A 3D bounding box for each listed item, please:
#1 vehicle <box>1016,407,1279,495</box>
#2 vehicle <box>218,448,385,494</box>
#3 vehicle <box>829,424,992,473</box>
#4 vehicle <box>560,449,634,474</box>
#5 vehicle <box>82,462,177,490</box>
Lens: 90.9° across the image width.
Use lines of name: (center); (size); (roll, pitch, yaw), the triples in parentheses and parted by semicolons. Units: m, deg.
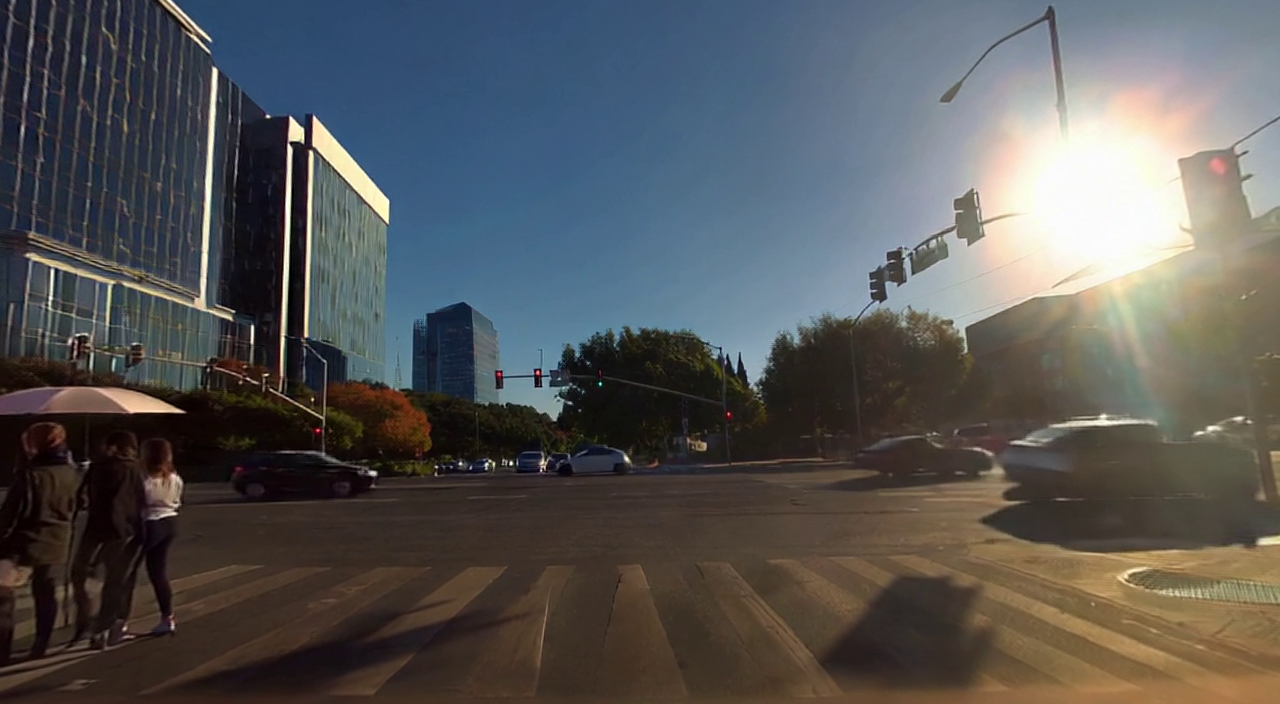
vehicle: (10.226, 1.887, 12.018); (4.808, 1.517, 1.806); (-1, -9, 6)
vehicle: (-11.408, 4.013, 21.416); (4.650, 1.448, 1.892); (-1, -9, 7)
vehicle: (8.480, 3.077, 20.120); (4.360, 1.460, 1.834); (-1, -9, 6)
vehicle: (-2.683, 6.873, 39.722); (4.377, 1.491, 1.734); (-1, -9, 6)
vehicle: (-31.357, 7.590, 38.762); (4.397, 1.582, 1.820); (-1, -9, 6)
